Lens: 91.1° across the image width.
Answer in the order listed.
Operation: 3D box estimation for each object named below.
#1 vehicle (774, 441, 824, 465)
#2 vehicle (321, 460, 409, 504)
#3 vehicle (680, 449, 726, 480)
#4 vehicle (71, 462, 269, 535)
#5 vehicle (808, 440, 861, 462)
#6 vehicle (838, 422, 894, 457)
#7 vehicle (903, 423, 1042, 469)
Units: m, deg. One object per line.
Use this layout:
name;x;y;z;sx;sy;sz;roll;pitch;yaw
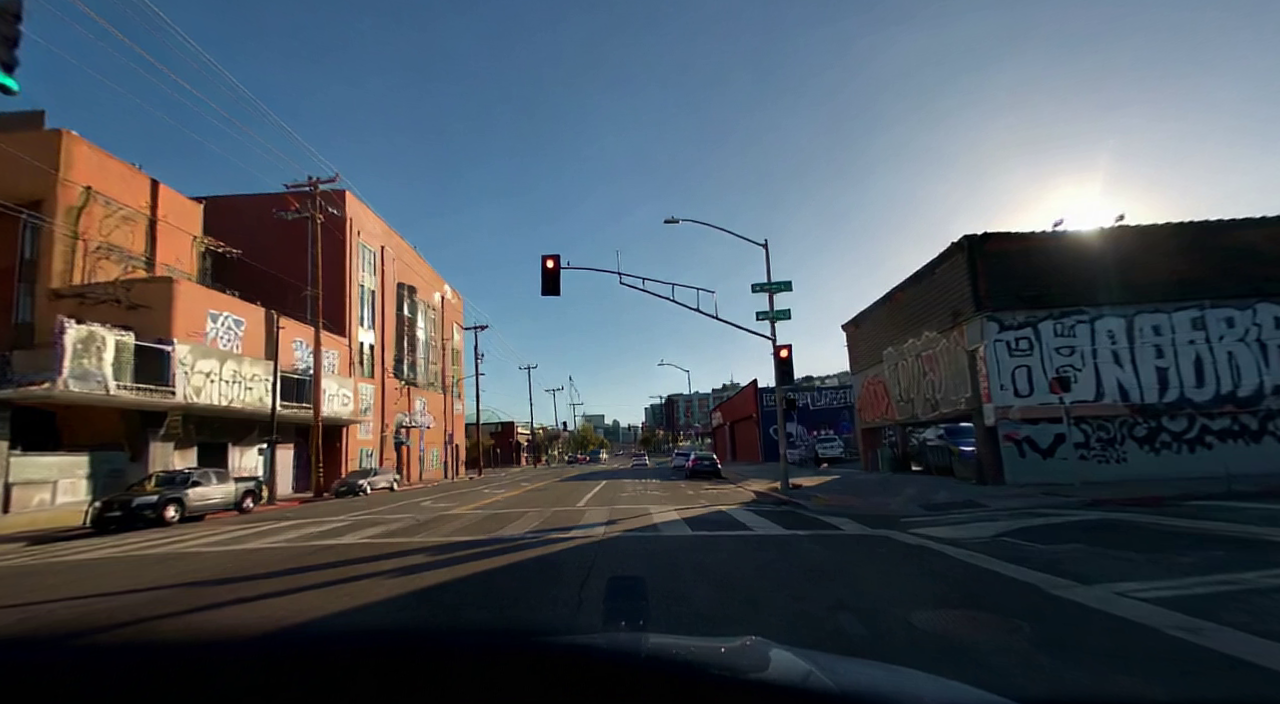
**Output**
vehicle;10.973;6.988;43.604;1.956;1.514;4.862;0;-9;-3
vehicle;-15.250;7.181;35.213;2.048;1.814;5.998;-8;-9;1
vehicle;3.360;6.105;34.221;2.062;1.535;4.206;0;-9;0
vehicle;-15.243;4.719;20.956;2.107;1.914;5.567;0;-9;3
vehicle;13.302;6.817;43.254;1.819;1.450;4.707;1;-9;-5
vehicle;15.628;6.113;43.696;1.969;2.282;4.731;0;-9;-2
vehicle;12.469;3.530;23.656;4.312;1.578;2.006;-6;-10;34
